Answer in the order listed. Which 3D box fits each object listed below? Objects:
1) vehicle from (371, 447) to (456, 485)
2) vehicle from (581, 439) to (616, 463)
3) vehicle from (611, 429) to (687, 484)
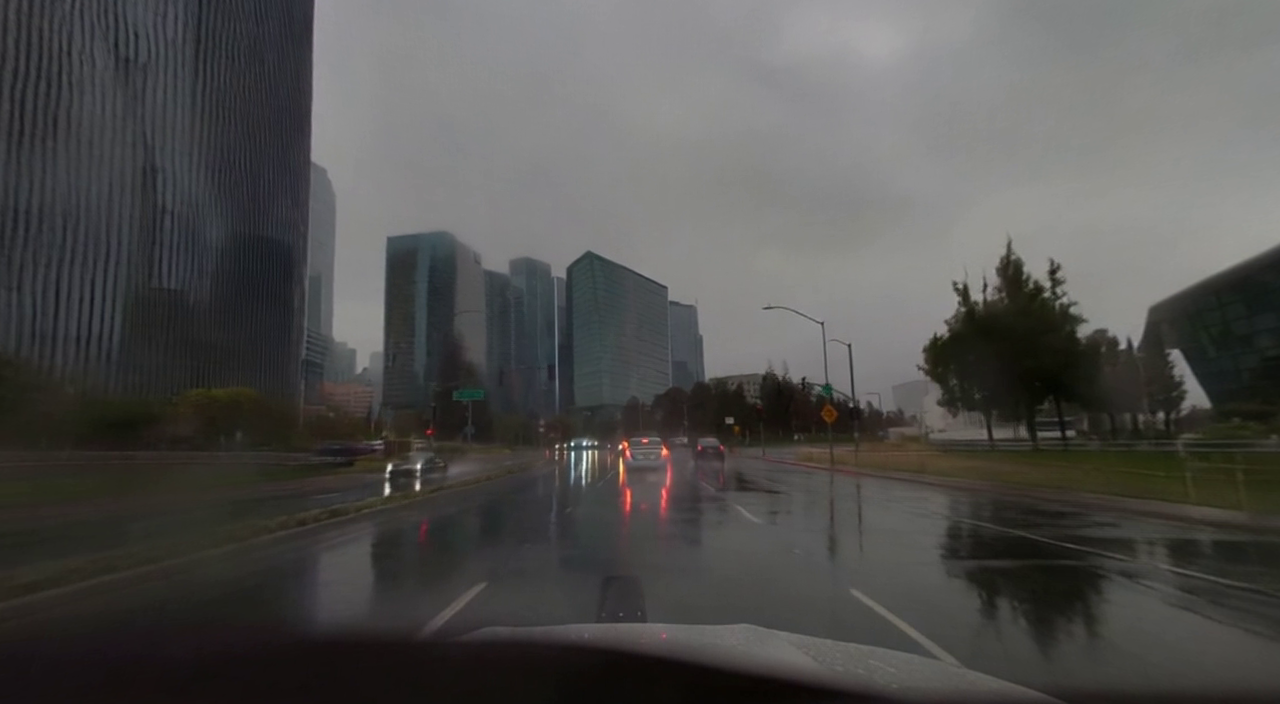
[{"bbox_3d":[-10.097,5.091,28.476,1.967,1.552,4.536,0,-9,3],"label":"vehicle"},{"bbox_3d":[-2.850,7.003,44.494,2.103,1.569,3.861,0,-9,2],"label":"vehicle"},{"bbox_3d":[0.307,3.930,23.838,2.601,1.878,4.535,0,-9,0],"label":"vehicle"}]
